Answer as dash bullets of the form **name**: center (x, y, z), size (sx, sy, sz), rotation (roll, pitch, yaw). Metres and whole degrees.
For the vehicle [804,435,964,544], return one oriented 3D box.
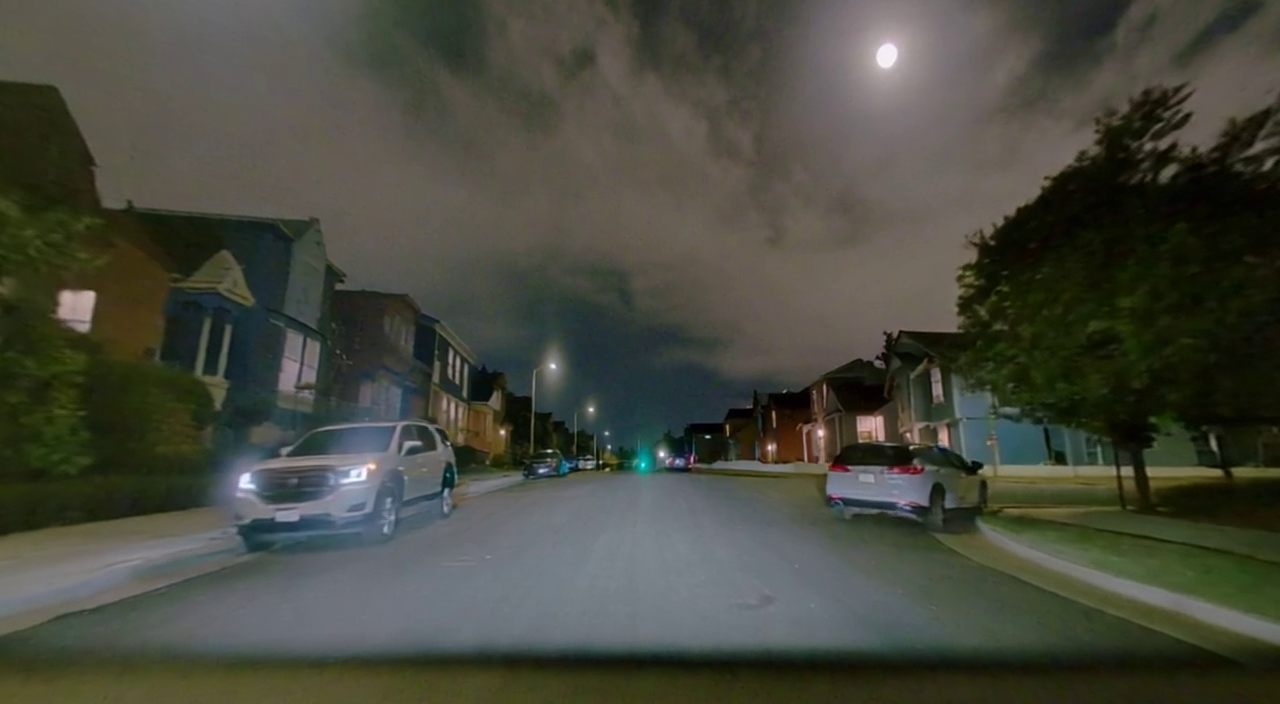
- **vehicle**: center (4.692, 2.330, 11.624), size (2.139, 1.533, 4.676), rotation (-3, -9, 28)

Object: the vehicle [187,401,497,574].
- **vehicle**: center (-4.105, 1.793, 10.147), size (2.131, 1.851, 5.650), rotation (1, -4, 2)

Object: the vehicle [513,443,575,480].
- **vehicle**: center (-4.375, 5.071, 29.392), size (2.080, 1.471, 4.638), rotation (2, -9, 1)
